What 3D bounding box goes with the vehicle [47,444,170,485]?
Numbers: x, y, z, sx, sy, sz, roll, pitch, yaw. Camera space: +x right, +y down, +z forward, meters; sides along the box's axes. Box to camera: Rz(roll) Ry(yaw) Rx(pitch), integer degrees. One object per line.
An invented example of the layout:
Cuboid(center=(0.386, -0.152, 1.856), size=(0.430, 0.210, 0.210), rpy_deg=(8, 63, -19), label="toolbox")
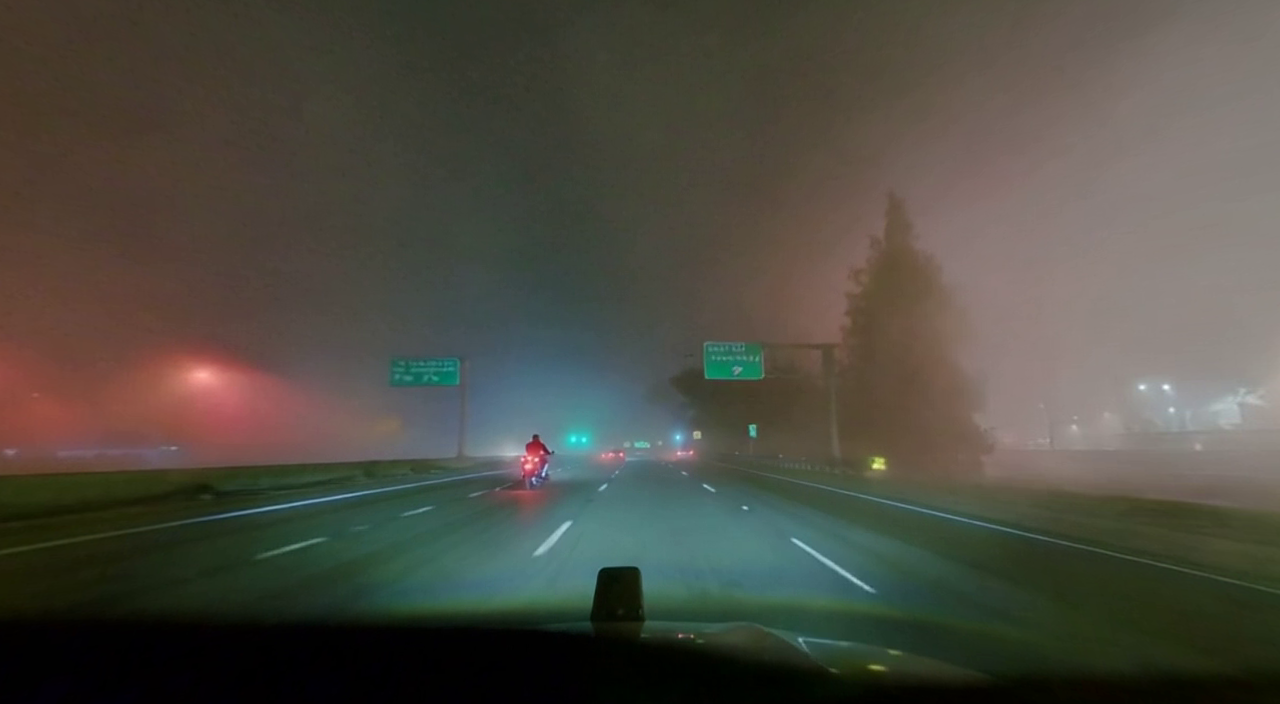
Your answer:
Cuboid(center=(-20.391, 4.313, 24.375), size=(1.597, 1.447, 3.602), rpy_deg=(0, -9, 0), label="vehicle")
